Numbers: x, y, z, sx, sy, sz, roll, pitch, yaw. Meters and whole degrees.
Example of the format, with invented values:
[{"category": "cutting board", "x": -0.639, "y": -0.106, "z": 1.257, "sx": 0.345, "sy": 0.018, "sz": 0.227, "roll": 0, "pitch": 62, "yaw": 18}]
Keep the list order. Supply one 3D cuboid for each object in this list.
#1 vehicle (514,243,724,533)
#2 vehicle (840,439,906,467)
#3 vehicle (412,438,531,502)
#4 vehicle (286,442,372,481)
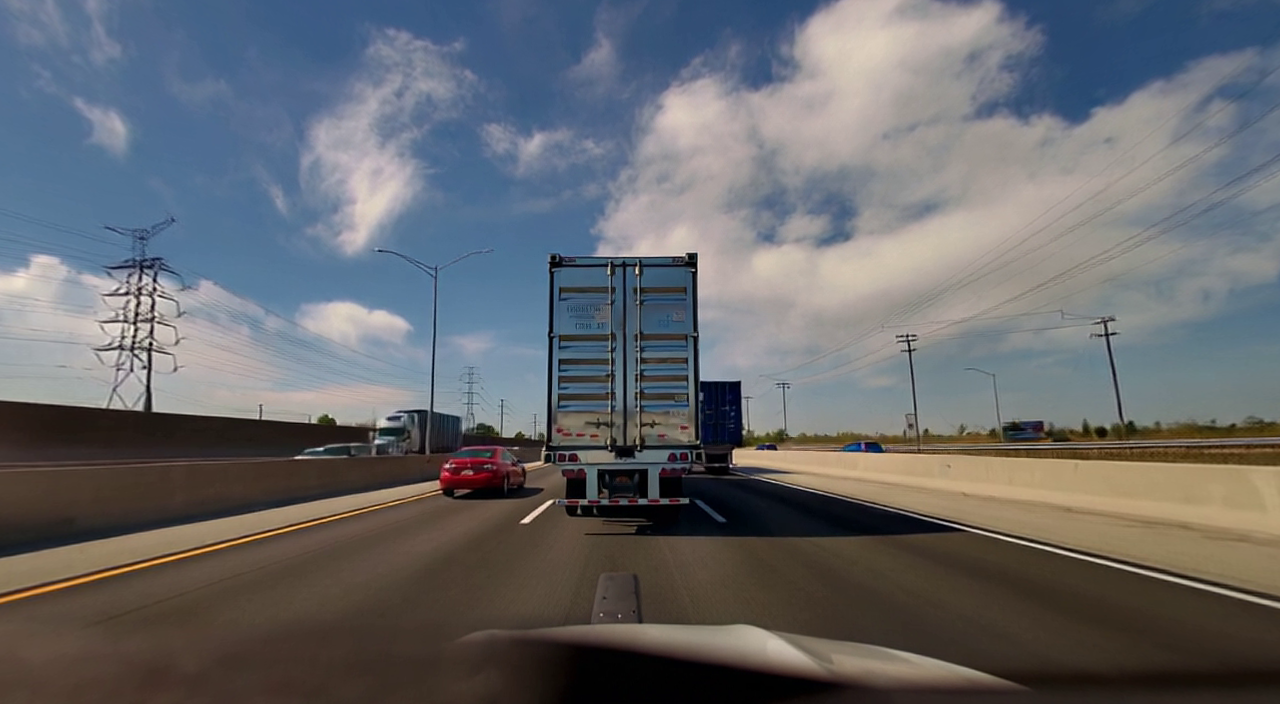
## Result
[{"category": "vehicle", "x": -0.324, "y": 1.336, "z": 14.849, "sx": 2.841, "sy": 4.071, "sz": 12.046, "roll": 0, "pitch": -9, "yaw": 0}, {"category": "vehicle", "x": 13.436, "y": 5.854, "z": 36.799, "sx": 2.020, "sy": 1.546, "sz": 4.336, "roll": 0, "pitch": -9, "yaw": -2}, {"category": "vehicle", "x": -4.370, "y": 3.140, "z": 17.235, "sx": 1.993, "sy": 1.475, "sz": 4.540, "roll": -1, "pitch": -9, "yaw": 0}, {"category": "vehicle", "x": -12.708, "y": 4.478, "z": 26.093, "sx": 1.735, "sy": 1.440, "sz": 3.601, "roll": 0, "pitch": -9, "yaw": 0}]
